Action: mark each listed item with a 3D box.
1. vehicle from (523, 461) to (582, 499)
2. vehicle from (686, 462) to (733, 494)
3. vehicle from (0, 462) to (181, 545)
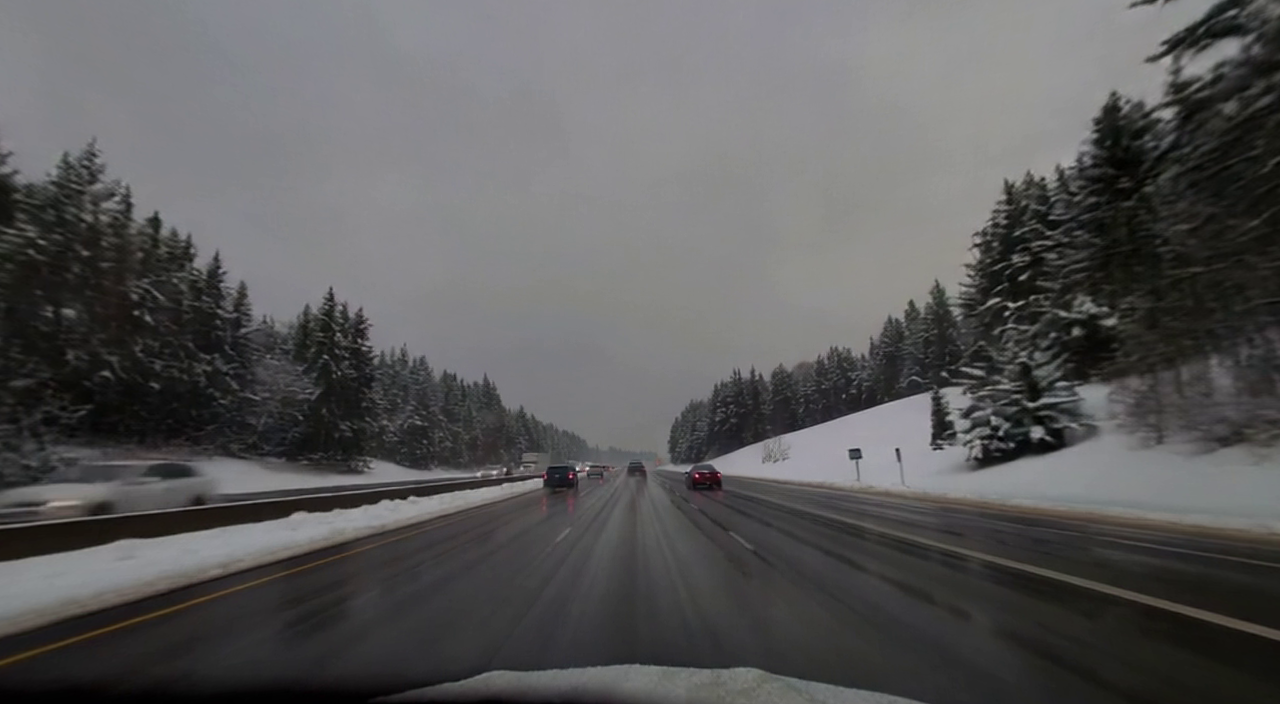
[{"bbox_3d":[-3.714,5.503,27.371,2.000,1.484,3.995,1,-11,-1],"label":"vehicle"},{"bbox_3d":[3.591,6.626,33.263,1.981,1.516,4.109,1,-10,-1],"label":"vehicle"},{"bbox_3d":[-12.455,3.095,13.392,1.913,1.457,4.579,1,-11,0],"label":"vehicle"}]
